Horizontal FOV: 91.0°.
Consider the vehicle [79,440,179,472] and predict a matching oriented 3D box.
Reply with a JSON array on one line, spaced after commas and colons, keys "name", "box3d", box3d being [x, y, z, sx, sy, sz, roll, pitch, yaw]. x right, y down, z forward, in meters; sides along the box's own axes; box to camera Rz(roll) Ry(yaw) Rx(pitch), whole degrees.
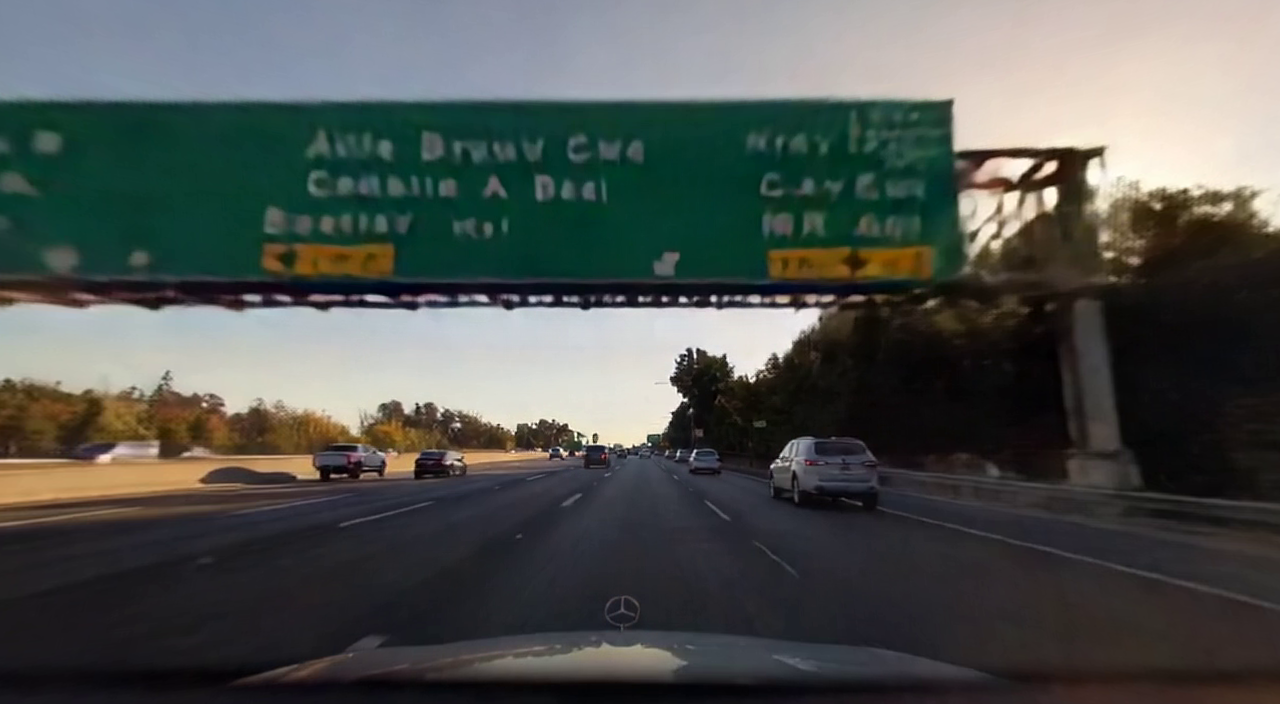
[{"name": "vehicle", "box3d": [-35.584, 7.244, 44.133, 2.349, 2.076, 5.394, 0, -9, 1]}]

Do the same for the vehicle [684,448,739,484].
[{"name": "vehicle", "box3d": [3.282, 5.314, 29.751, 2.126, 1.529, 4.438, 0, -9, 0]}]

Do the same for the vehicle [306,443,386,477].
[{"name": "vehicle", "box3d": [-16.740, 6.153, 36.201, 2.181, 1.819, 4.830, 0, -9, 1]}]

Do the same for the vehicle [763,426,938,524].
[{"name": "vehicle", "box3d": [4.361, 2.638, 14.074, 2.218, 1.776, 4.807, 0, -9, 0]}]

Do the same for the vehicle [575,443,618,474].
[{"name": "vehicle", "box3d": [-2.830, 7.118, 42.472, 2.449, 1.929, 5.503, 0, -9, 0]}]

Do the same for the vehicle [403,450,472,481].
[{"name": "vehicle", "box3d": [-10.366, 5.803, 32.588, 1.974, 1.472, 4.684, 0, -9, 1]}]
